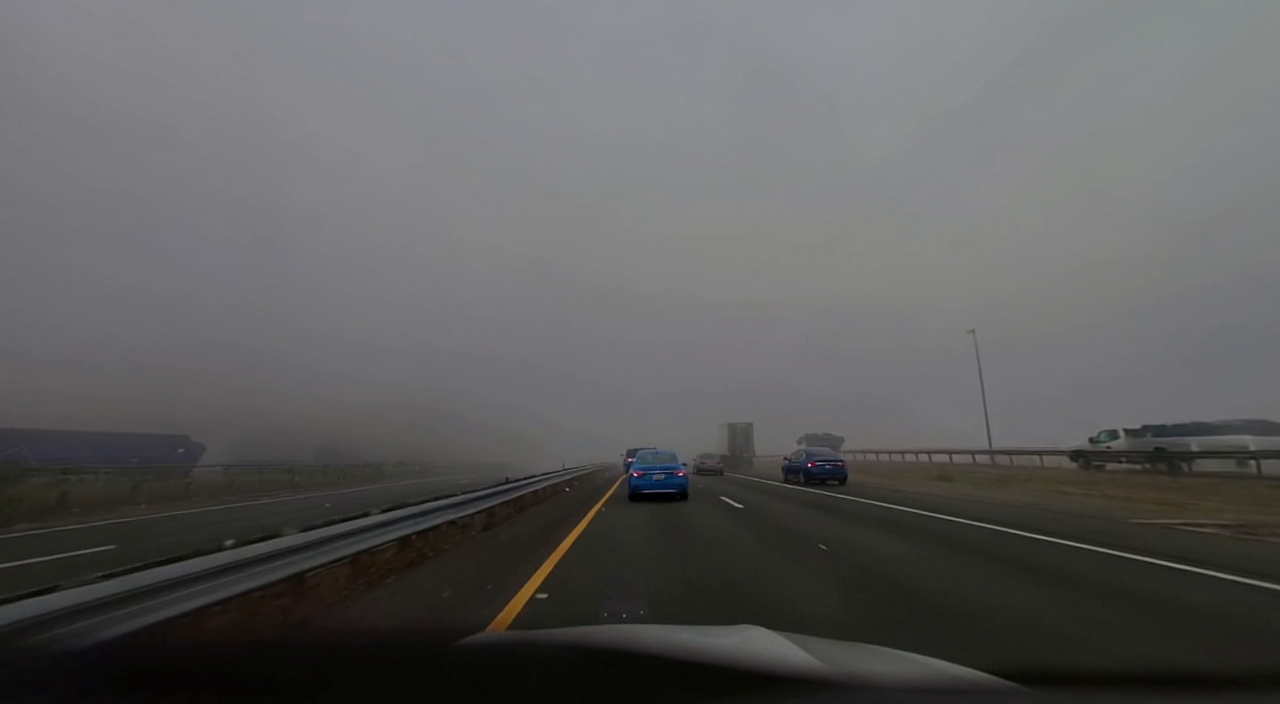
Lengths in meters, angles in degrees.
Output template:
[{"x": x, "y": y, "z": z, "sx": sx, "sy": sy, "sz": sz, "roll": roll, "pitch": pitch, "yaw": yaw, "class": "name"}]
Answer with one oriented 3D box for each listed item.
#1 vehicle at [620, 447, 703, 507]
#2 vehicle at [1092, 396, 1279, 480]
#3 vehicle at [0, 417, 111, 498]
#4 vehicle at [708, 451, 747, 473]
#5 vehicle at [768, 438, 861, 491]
[{"x": 0.526, "y": 3.446, "z": 17.775, "sx": 2.076, "sy": 1.485, "sz": 3.774, "roll": 0, "pitch": -9, "yaw": 0, "class": "vehicle"}, {"x": 31.818, "y": 4.766, "z": 34.198, "sx": 2.822, "sy": 3.996, "sz": 14.073, "roll": 1, "pitch": -9, "yaw": -6, "class": "vehicle"}, {"x": -33.278, "y": 5.687, "z": 33.793, "sx": 2.902, "sy": 3.981, "sz": 7.819, "roll": -3, "pitch": -8, "yaw": 1, "class": "vehicle"}, {"x": 6.141, "y": 7.763, "z": 44.574, "sx": 2.015, "sy": 1.454, "sz": 4.324, "roll": 0, "pitch": -9, "yaw": -2, "class": "vehicle"}, {"x": 6.570, "y": 4.288, "z": 24.295, "sx": 2.177, "sy": 1.827, "sz": 4.565, "roll": 0, "pitch": -9, "yaw": -1, "class": "vehicle"}]
